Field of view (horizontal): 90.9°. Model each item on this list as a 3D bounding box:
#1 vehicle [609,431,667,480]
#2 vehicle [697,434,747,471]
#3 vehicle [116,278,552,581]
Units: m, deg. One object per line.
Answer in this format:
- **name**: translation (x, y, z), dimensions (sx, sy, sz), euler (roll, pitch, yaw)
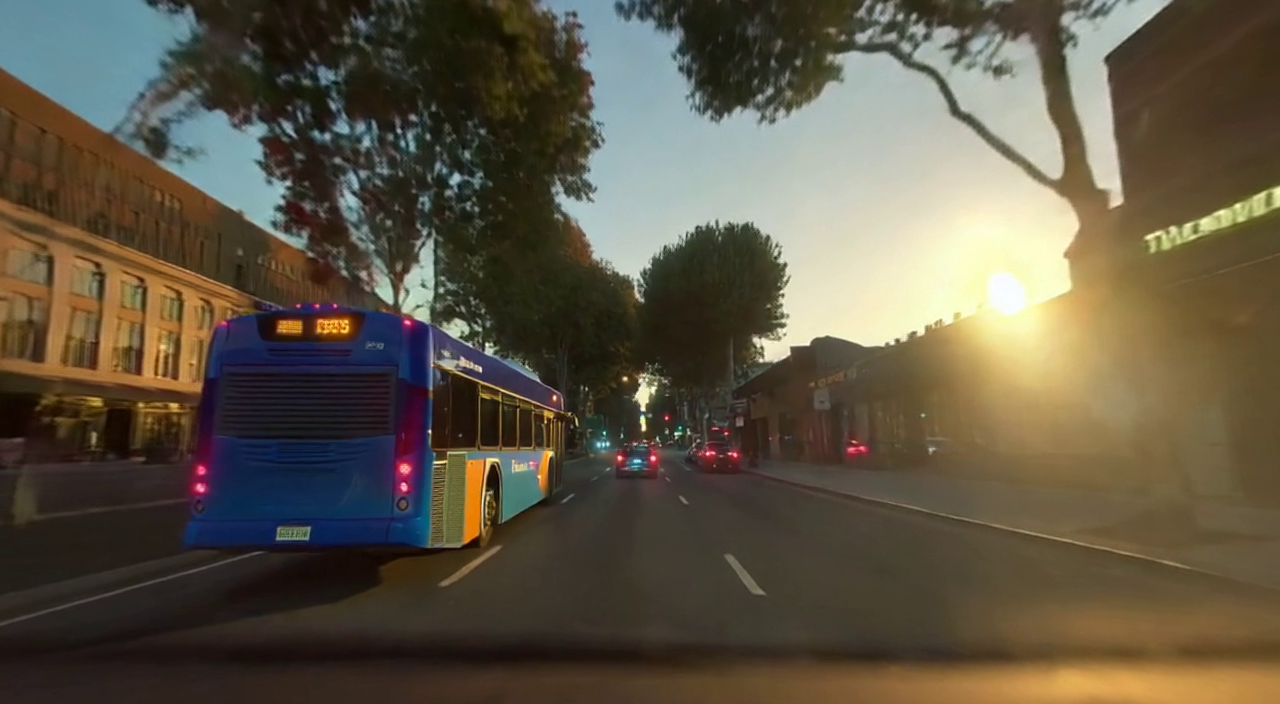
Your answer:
- **vehicle**: translation (-0.047, 4.045, 24.866), dimensions (2.120, 1.727, 3.917), euler (0, -8, 1)
- **vehicle**: translation (4.222, 5.282, 33.251), dimensions (2.138, 1.787, 4.522), euler (0, -8, 2)
- **vehicle**: translation (-3.500, 1.136, 10.353), dimensions (2.920, 2.884, 8.588), euler (0, -6, 0)
